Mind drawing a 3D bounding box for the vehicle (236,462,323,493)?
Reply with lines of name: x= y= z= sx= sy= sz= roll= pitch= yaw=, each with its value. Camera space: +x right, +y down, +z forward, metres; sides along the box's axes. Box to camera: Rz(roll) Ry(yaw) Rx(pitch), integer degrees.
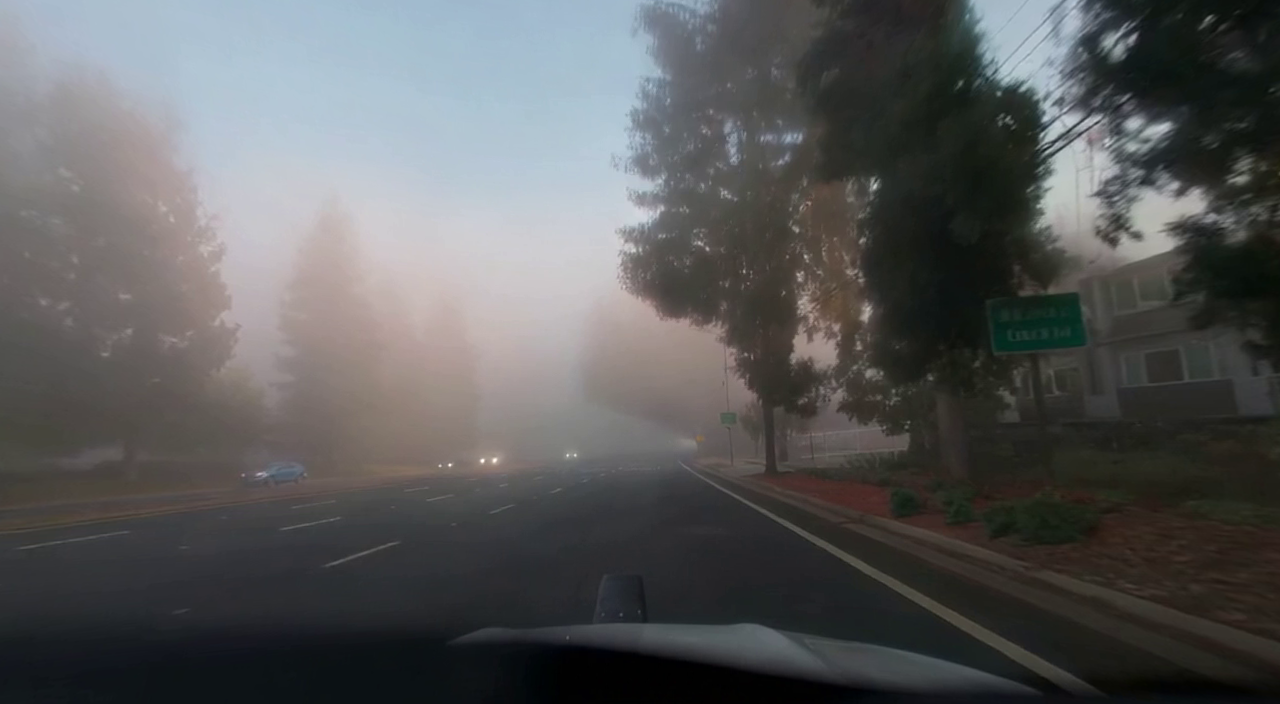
vehicle: x=-19.950 y=6.922 z=35.169 sx=1.806 sy=1.438 sz=4.461 roll=-1 pitch=-8 yaw=7
